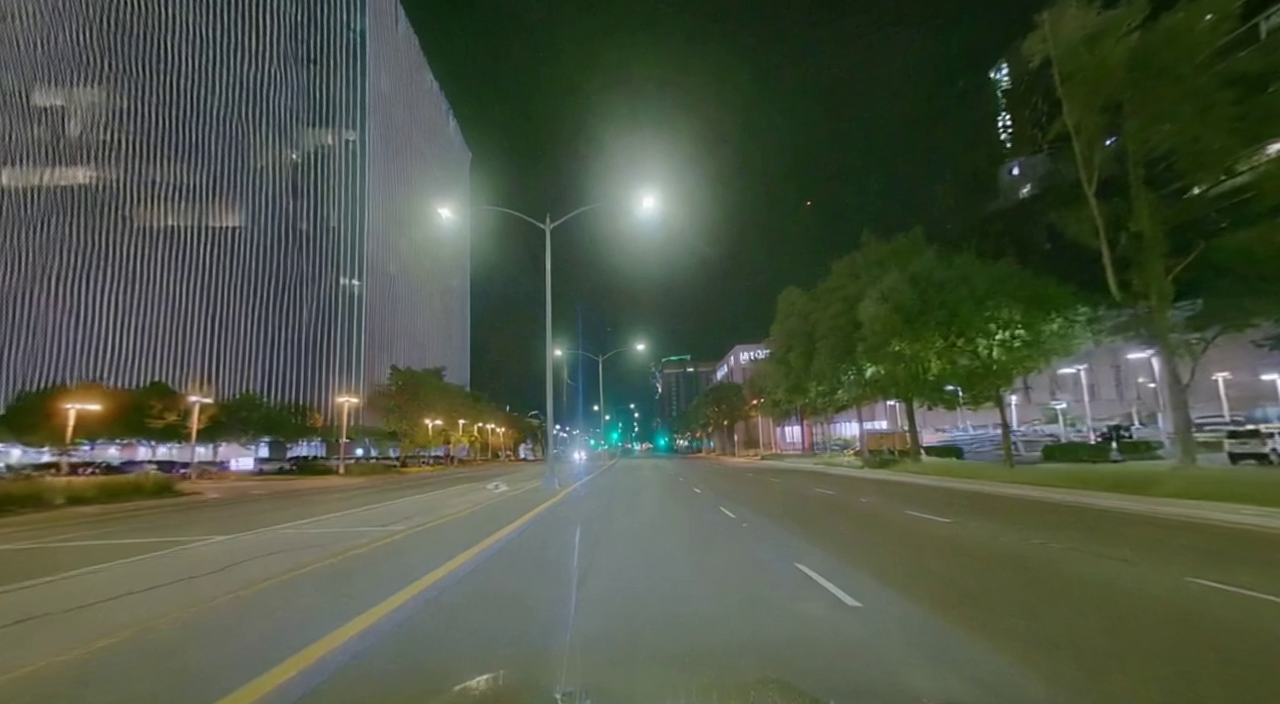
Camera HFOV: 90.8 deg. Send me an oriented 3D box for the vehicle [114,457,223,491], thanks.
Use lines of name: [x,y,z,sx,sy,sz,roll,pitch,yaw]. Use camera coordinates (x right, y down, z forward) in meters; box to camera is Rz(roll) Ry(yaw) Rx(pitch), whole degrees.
vehicle: [-25.504,6.588,34.293,1.930,1.600,4.411,-13,-14,44]

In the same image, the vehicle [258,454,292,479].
vehicle: [-26.923,8.422,46.624,1.969,1.682,4.542,5,-10,-30]

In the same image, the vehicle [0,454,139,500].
vehicle: [-25.448,5.545,28.410,2.080,1.812,4.737,0,-8,-3]
